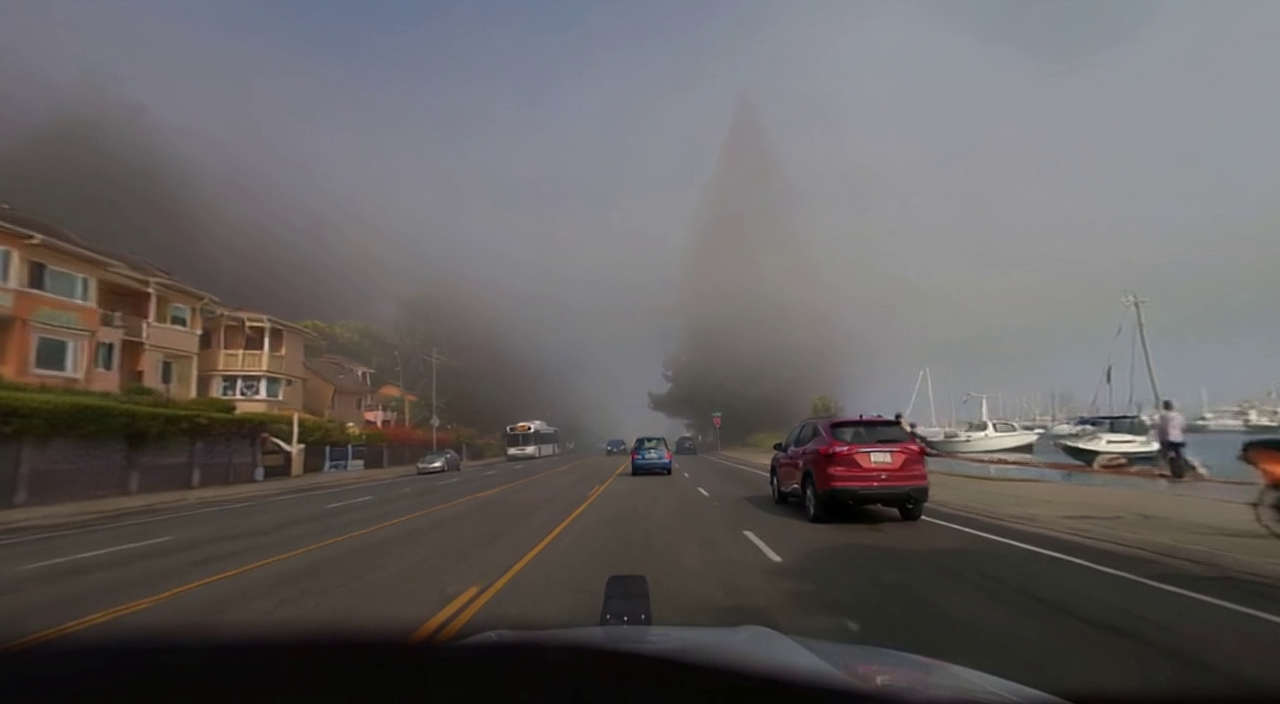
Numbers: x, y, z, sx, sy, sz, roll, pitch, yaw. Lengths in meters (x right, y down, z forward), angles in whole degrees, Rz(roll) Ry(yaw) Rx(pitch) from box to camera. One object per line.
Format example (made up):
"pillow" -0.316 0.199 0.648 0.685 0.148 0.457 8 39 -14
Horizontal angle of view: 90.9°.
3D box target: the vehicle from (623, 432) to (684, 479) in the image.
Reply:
"vehicle" 0.468 3.948 24.155 2.132 1.632 3.838 0 -8 0

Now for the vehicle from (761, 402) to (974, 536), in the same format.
"vehicle" 3.536 1.925 10.870 2.000 1.809 4.405 0 -8 0

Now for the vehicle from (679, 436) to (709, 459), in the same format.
"vehicle" 4.092 7.309 48.300 1.876 1.626 3.851 0 -8 -1

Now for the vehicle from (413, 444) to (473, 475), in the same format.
"vehicle" -10.211 5.585 32.906 1.731 1.489 3.841 -1 -8 3
